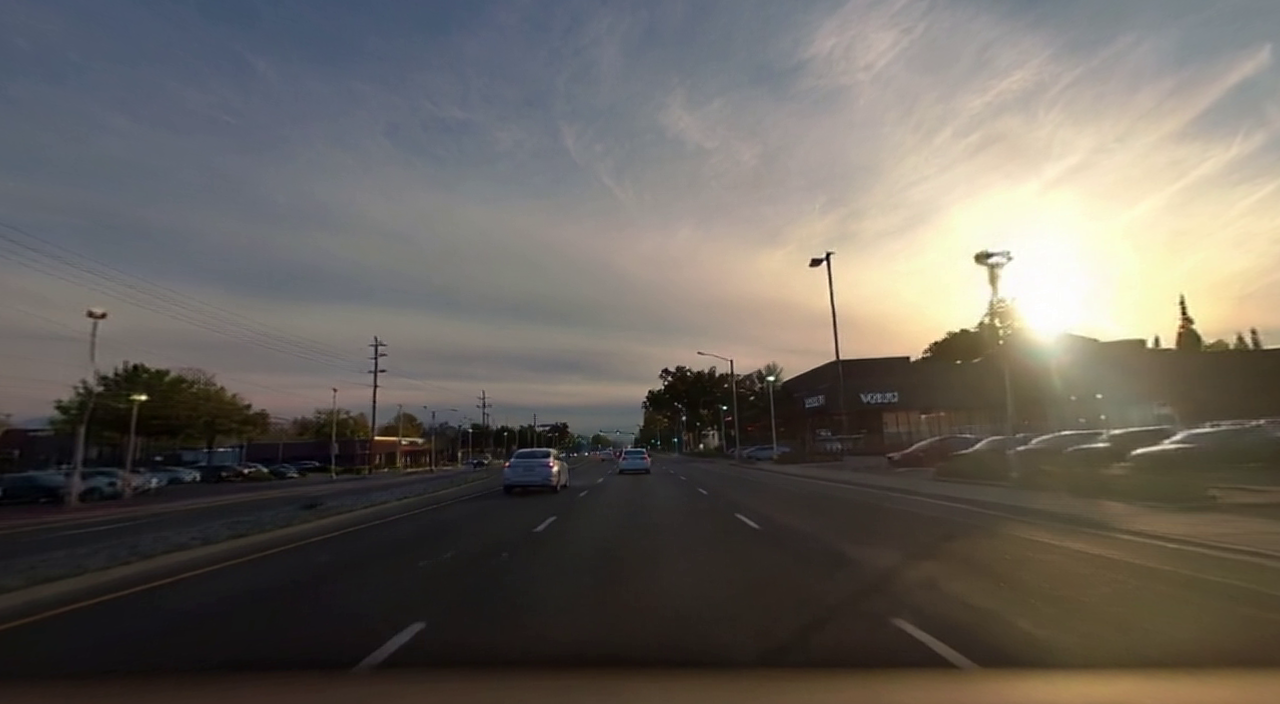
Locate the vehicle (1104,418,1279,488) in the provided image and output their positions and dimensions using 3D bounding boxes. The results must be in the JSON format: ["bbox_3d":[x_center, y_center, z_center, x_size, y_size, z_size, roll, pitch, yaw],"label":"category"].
[{"bbox_3d":[14.080,2.358,14.822,4.630,1.497,2.016,-1,-9,1],"label":"vehicle"}]

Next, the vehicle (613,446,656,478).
[{"bbox_3d":[-0.273,5.457,31.385,2.019,1.459,4.005,0,-9,-1],"label":"vehicle"}]

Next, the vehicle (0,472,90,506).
[{"bbox_3d":[-30.561,6.765,31.232,4.598,1.511,2.041,-1,-9,1],"label":"vehicle"}]

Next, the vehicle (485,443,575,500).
[{"bbox_3d":[-3.205,3.573,19.221,1.939,1.496,4.309,0,-9,0],"label":"vehicle"}]
